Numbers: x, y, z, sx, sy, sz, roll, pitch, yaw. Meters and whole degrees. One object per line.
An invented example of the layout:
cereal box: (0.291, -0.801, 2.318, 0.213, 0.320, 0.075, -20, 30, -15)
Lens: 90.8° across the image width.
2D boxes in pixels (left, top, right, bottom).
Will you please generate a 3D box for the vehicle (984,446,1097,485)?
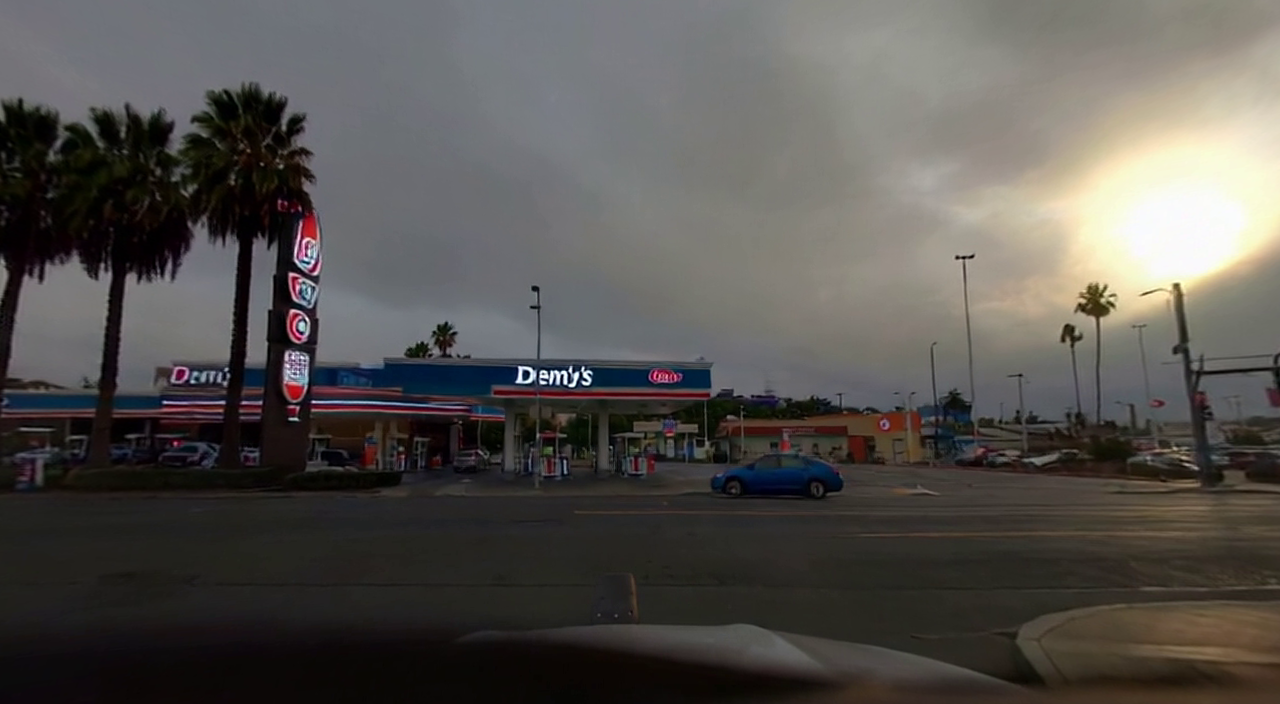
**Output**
vehicle: (22.086, 6.245, 34.932, 4.880, 1.754, 2.202, -1, -5, -6)

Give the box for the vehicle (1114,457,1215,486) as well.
vehicle: (31.740, 7.217, 38.422, 2.074, 1.480, 4.369, 1, -8, -6)

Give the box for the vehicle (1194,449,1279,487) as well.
vehicle: (34.933, 6.409, 35.219, 2.490, 1.958, 5.823, 1, -8, -5)

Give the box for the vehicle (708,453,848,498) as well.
vehicle: (4.919, 4.454, 22.932, 4.570, 1.480, 1.873, 0, -8, -4)
